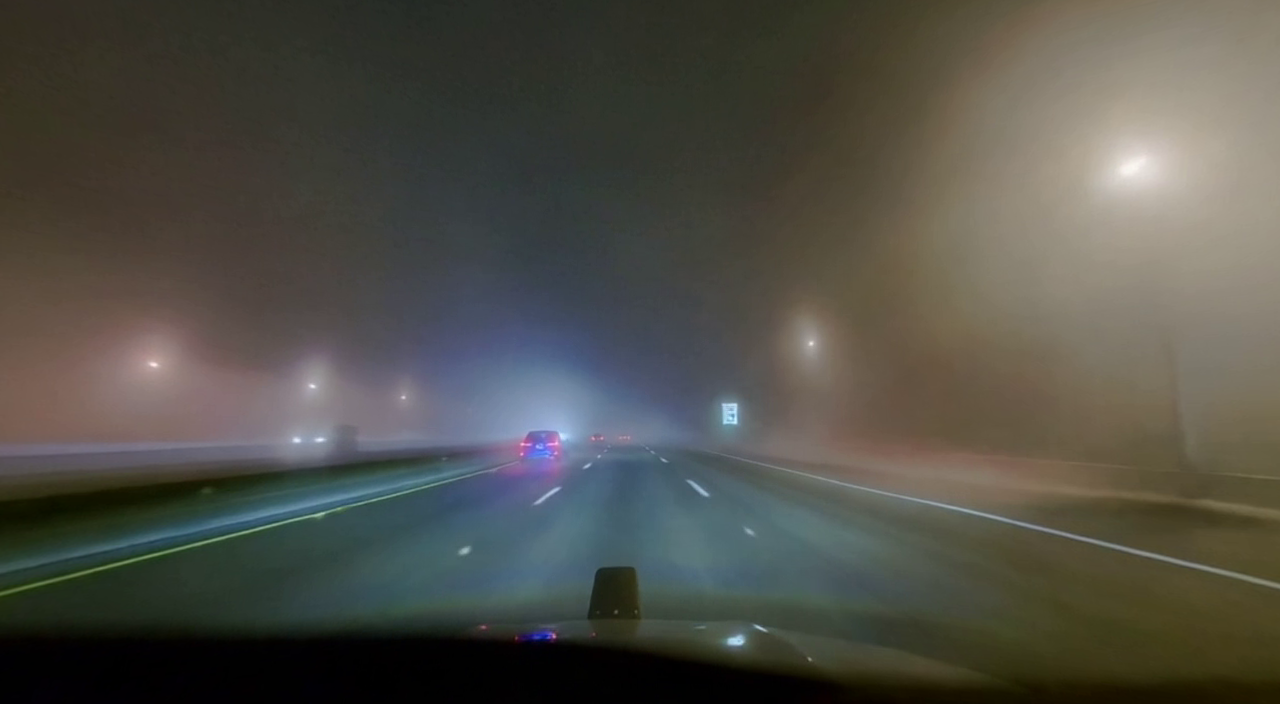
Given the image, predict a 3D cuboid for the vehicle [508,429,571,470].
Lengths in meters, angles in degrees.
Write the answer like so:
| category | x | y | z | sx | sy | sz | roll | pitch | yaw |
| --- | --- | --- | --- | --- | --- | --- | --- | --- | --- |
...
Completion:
| category | x | y | z | sx | sy | sz | roll | pitch | yaw |
| --- | --- | --- | --- | --- | --- | --- | --- | --- | --- |
| vehicle | -4.180 | 4.121 | 26.954 | 2.062 | 1.591 | 4.156 | 0 | -8 | -1 |
